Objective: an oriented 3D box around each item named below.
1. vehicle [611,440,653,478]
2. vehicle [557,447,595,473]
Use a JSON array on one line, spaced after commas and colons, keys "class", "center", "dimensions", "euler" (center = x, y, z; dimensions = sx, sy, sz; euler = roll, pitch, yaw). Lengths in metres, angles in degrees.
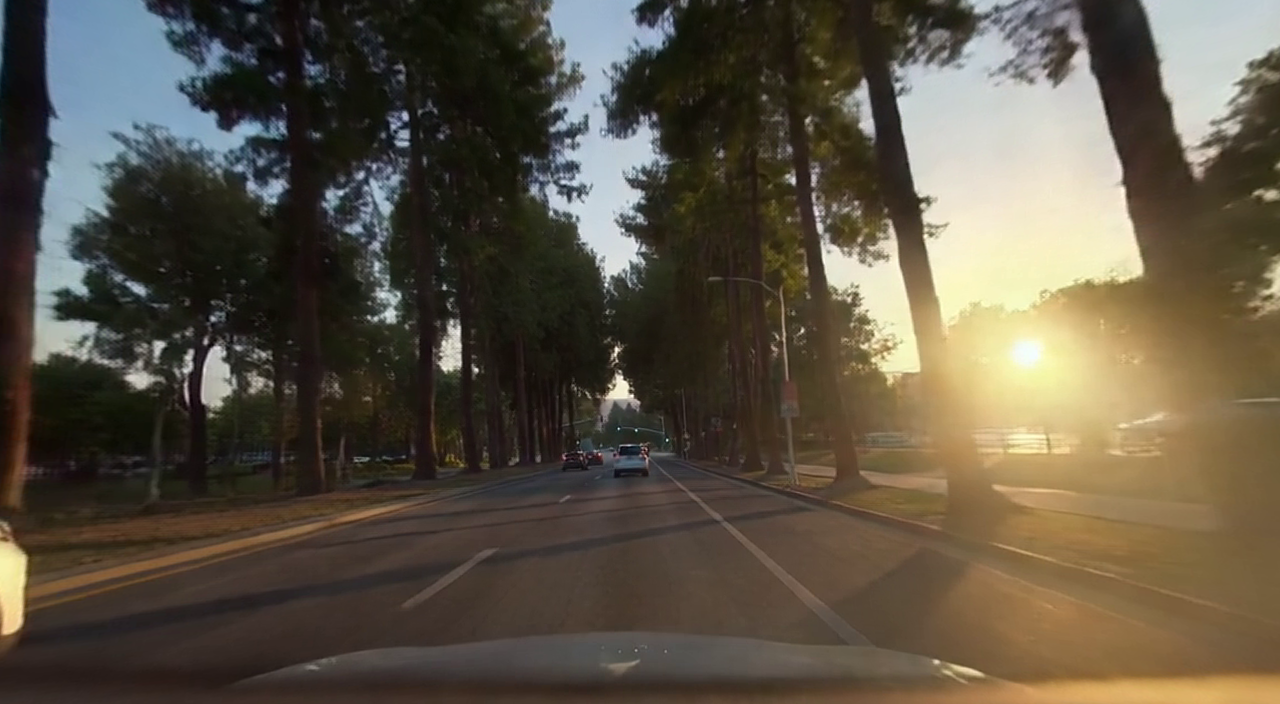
[{"class": "vehicle", "center": [-0.400, 5.355, 31.896], "dimensions": [2.018, 1.769, 3.897], "euler": [0, -9, -1]}, {"class": "vehicle", "center": [-4.051, 6.907, 40.666], "dimensions": [1.936, 1.538, 4.016], "euler": [0, -9, 1]}]
